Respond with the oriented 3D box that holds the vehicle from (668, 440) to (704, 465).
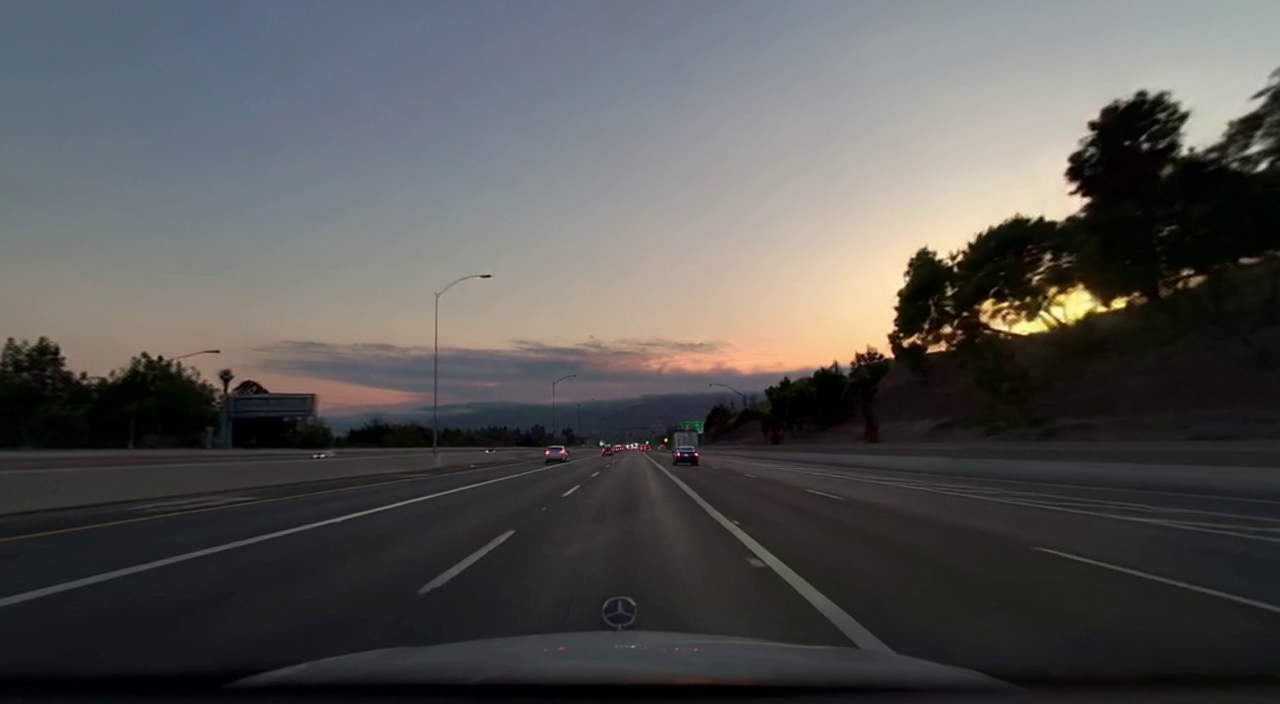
[{"bbox_3d":[3.424,7.643,48.006,2.166,1.770,4.703,0,-9,-2],"label":"vehicle"}]
